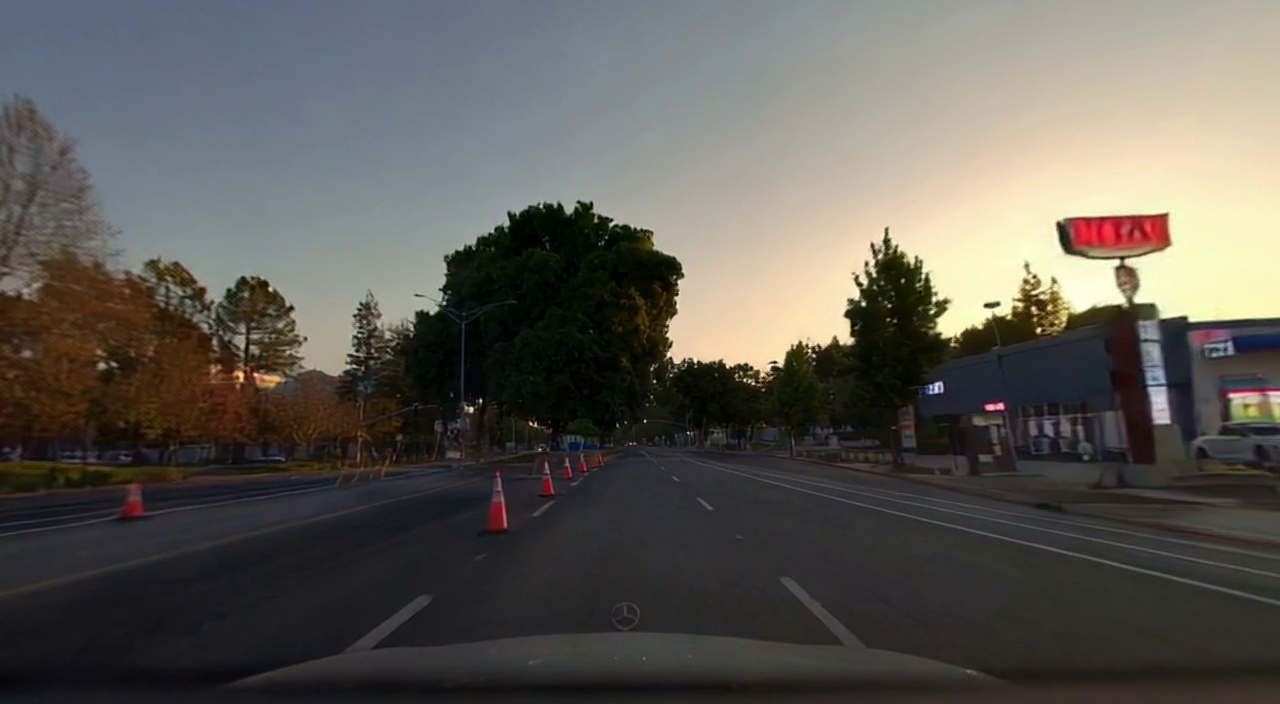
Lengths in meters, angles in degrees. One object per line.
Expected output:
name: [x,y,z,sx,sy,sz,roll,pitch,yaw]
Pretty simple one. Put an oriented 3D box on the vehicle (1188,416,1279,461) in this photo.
vehicle: [20.909,2.885,21.093,3.526,1.430,1.698,0,-9,1]
